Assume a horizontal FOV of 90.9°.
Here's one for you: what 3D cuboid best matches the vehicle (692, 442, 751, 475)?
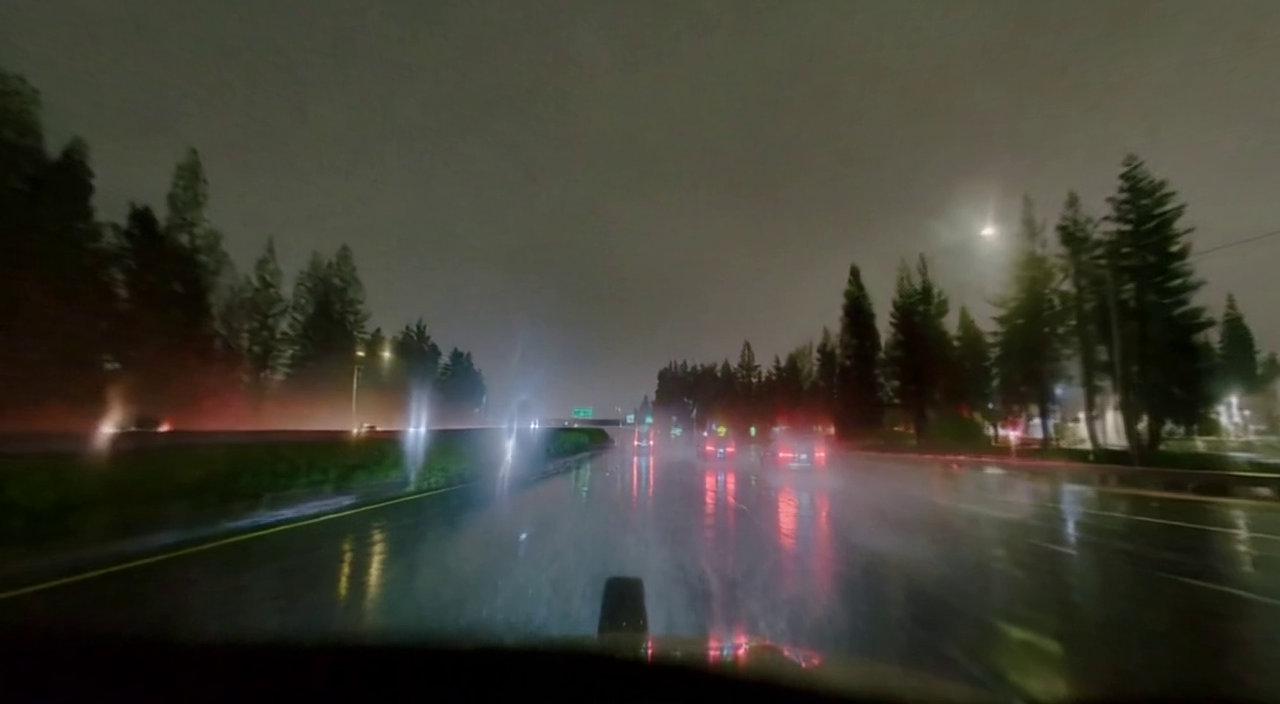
[{"bbox_3d":[3.670,4.909,29.337,2.069,1.431,4.313,0,-8,-1],"label":"vehicle"}]
